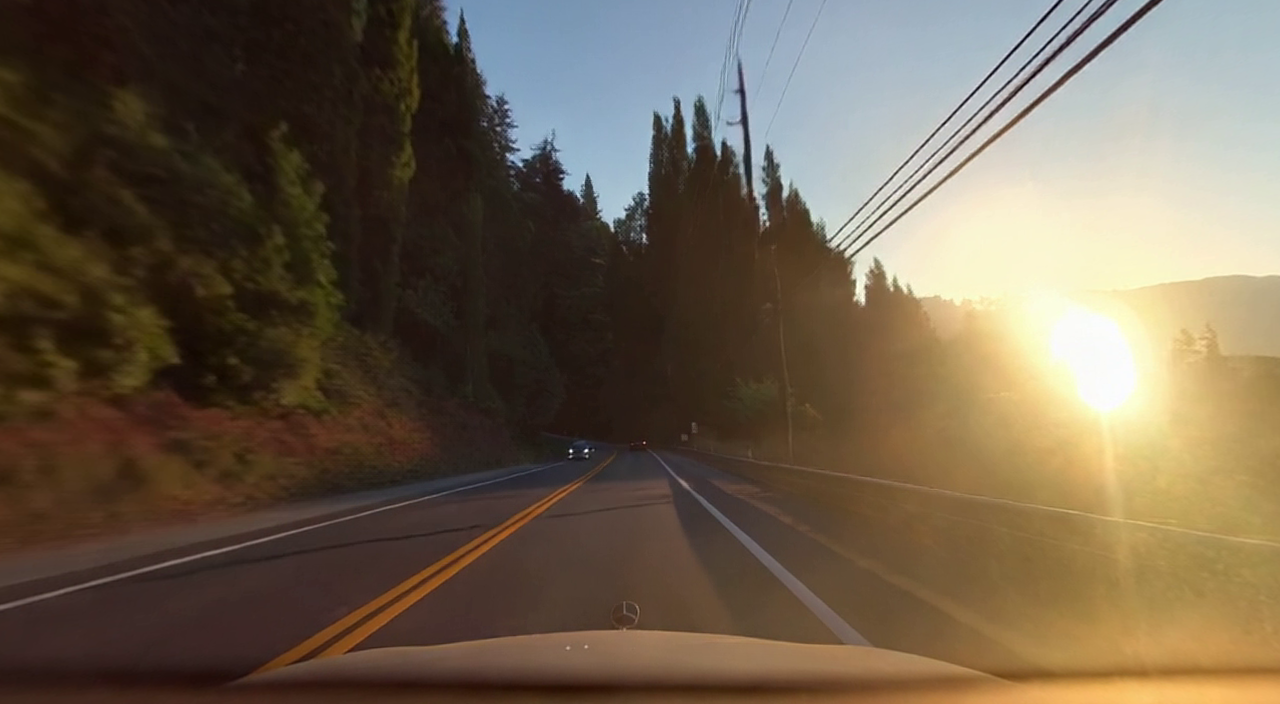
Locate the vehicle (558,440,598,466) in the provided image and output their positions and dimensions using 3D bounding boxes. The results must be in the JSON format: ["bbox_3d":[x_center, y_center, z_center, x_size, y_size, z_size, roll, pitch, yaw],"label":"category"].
[{"bbox_3d":[-4.498,7.459,46.912,2.172,1.744,6.543,-2,-8,1],"label":"vehicle"}]
